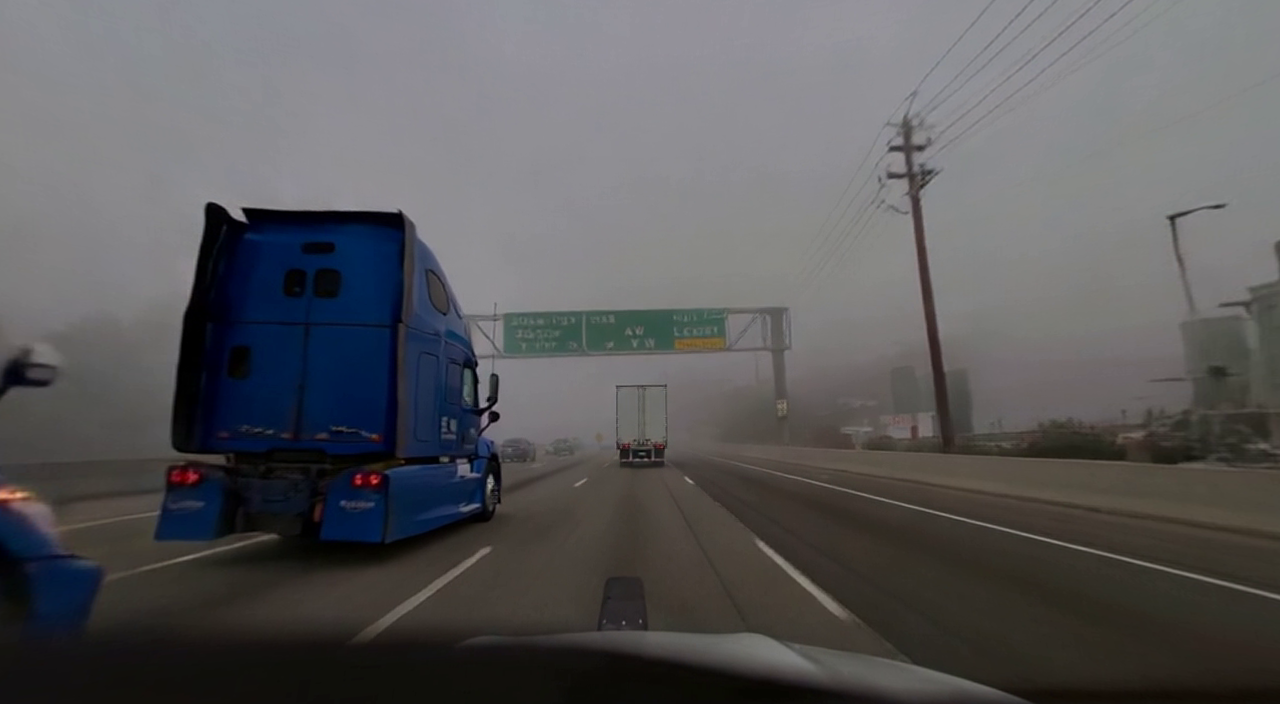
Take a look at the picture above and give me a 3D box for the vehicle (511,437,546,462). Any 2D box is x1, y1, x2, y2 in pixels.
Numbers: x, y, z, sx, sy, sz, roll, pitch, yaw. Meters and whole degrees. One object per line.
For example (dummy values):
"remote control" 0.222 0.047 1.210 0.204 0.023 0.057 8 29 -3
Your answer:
"vehicle" -7.163 6.290 40.712 1.736 1.580 2.778 0 -9 0

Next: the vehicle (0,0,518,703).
"vehicle" -3.891 0.405 7.576 3.061 3.891 8.658 0 -9 0

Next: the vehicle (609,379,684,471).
"vehicle" 0.266 3.614 29.922 2.941 3.604 9.851 0 -9 0

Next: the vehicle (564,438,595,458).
"vehicle" -4.557 7.320 48.062 1.933 1.459 4.478 0 -9 -1
